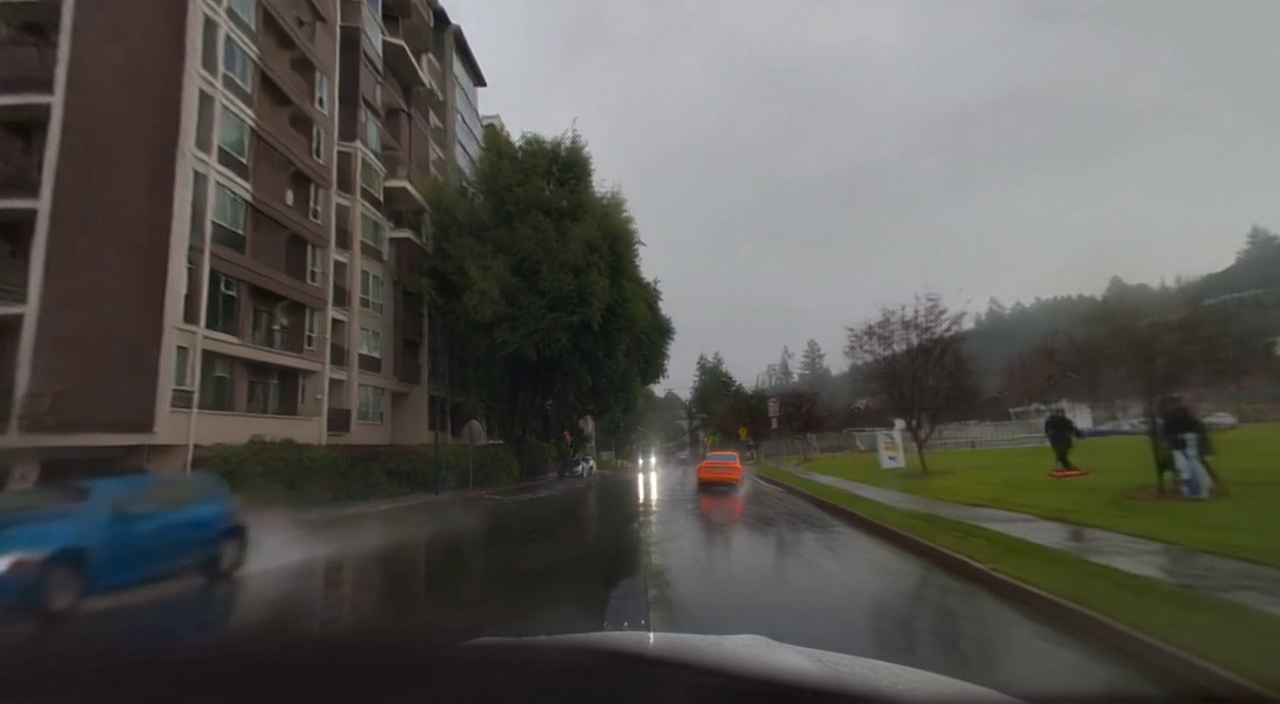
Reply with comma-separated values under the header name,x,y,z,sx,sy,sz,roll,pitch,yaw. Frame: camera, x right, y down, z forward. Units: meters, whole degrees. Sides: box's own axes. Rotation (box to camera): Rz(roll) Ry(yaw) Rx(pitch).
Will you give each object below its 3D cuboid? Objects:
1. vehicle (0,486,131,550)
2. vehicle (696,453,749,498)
name,x,y,z,sx,sy,sz,roll,pitch,yaw
vehicle,-17.041,4.541,17.251,4.607,1.409,2.116,7,-11,-41
vehicle,2.769,4.187,21.583,1.559,1.351,2.452,-4,-10,4
